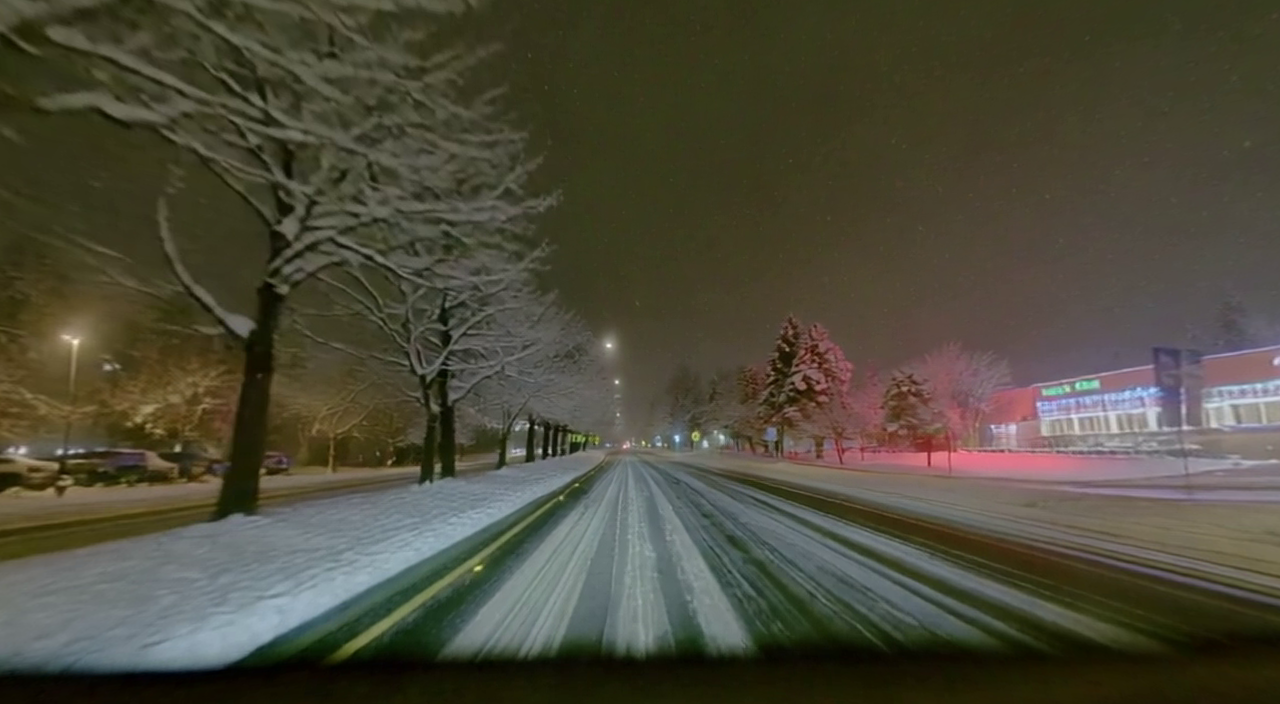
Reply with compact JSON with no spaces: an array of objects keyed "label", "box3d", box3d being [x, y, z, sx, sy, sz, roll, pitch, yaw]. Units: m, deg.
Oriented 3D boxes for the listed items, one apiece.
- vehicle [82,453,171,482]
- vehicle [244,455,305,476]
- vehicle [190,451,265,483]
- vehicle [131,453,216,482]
[{"label":"vehicle","box3d":[-34.559,7.782,42.735,2.051,1.757,4.689,0,-9,0]},{"label":"vehicle","box3d":[-28.205,8.747,48.917,1.852,1.482,4.823,0,-9,0]},{"label":"vehicle","box3d":[-28.186,7.875,43.379,2.019,1.934,5.018,-2,-10,-3]},{"label":"vehicle","box3d":[-31.337,7.752,42.642,1.947,1.751,4.926,0,-8,0]}]
